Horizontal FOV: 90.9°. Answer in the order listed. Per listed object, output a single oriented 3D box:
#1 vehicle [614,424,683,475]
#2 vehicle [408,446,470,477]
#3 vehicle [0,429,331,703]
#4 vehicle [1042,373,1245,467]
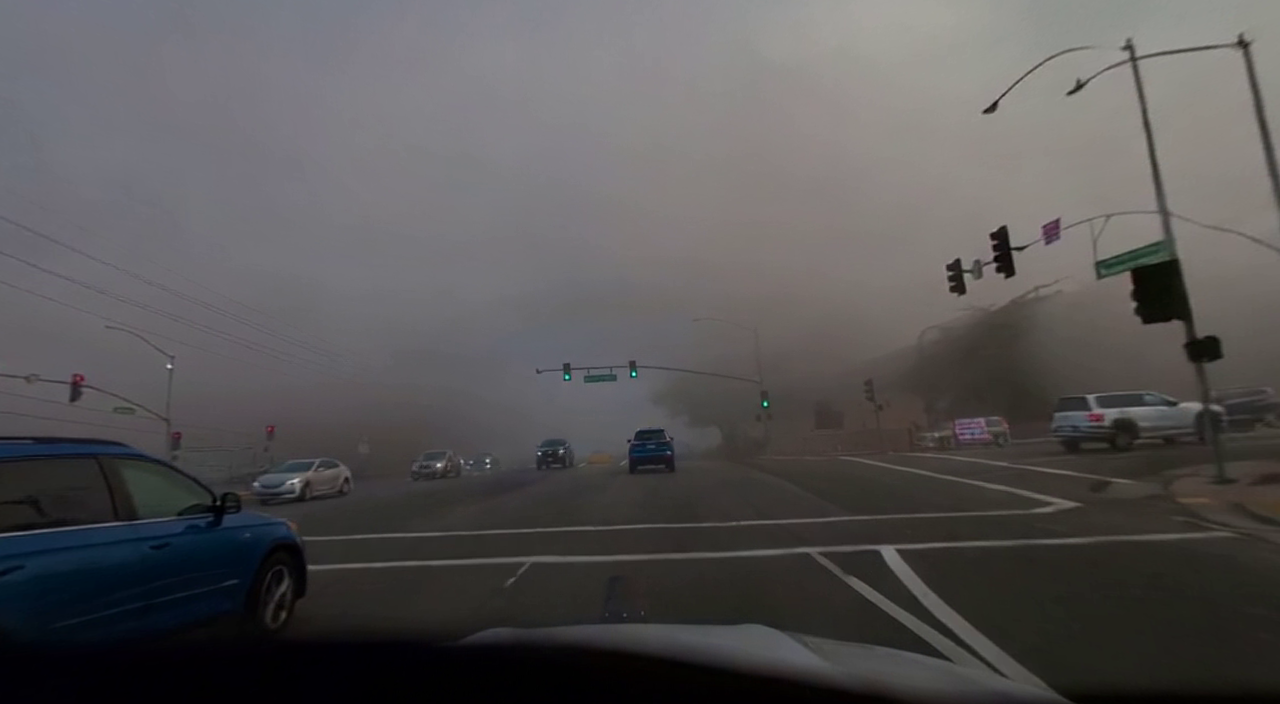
[{"bbox_3d":[0.255,3.952,25.826,2.513,1.854,5.235,0,-8,-1],"label":"vehicle"},{"bbox_3d":[-11.436,6.236,36.212,2.184,1.641,4.429,0,-8,-1],"label":"vehicle"},{"bbox_3d":[-3.632,1.149,3.189,1.996,1.463,4.094,-1,-8,1],"label":"vehicle"},{"bbox_3d":[13.703,1.904,17.054,5.877,2.148,2.452,5,-10,-34],"label":"vehicle"}]
